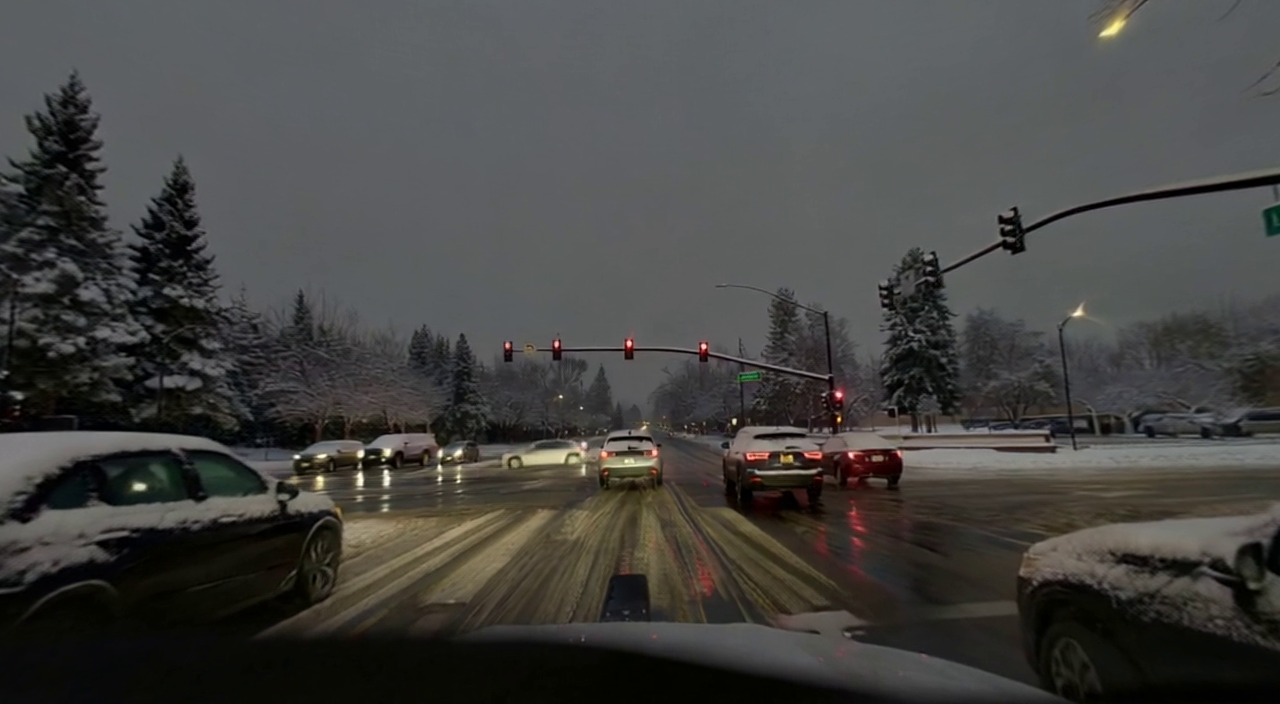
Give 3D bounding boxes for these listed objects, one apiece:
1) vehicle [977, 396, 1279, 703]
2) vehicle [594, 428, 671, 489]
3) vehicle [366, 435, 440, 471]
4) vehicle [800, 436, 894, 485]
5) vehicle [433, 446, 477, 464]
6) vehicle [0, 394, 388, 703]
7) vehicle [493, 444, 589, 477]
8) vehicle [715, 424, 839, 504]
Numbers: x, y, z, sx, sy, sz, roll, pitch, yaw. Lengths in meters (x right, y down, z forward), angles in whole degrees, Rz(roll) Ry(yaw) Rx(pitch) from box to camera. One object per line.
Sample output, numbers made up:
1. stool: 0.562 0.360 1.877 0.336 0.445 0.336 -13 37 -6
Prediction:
1. vehicle: 3.094 0.826 1.725 1.960 1.460 4.233 0 -8 0
2. vehicle: -0.202 3.377 20.320 2.215 1.749 3.976 0 -8 1
3. vehicle: -13.991 5.957 37.559 2.196 1.961 5.359 -1 -8 1
4. vehicle: 6.717 3.548 20.950 1.847 1.432 4.039 -1 -8 2
5. vehicle: -14.026 7.816 48.039 1.926 1.325 4.162 -1 -8 3
6. vehicle: -3.560 1.162 4.166 1.941 1.492 4.399 0 -8 0
7. vehicle: -4.366 4.832 28.213 4.094 1.328 1.700 0 -8 -4
8. vehicle: 3.230 2.748 15.954 2.097 1.707 4.461 0 -8 0
